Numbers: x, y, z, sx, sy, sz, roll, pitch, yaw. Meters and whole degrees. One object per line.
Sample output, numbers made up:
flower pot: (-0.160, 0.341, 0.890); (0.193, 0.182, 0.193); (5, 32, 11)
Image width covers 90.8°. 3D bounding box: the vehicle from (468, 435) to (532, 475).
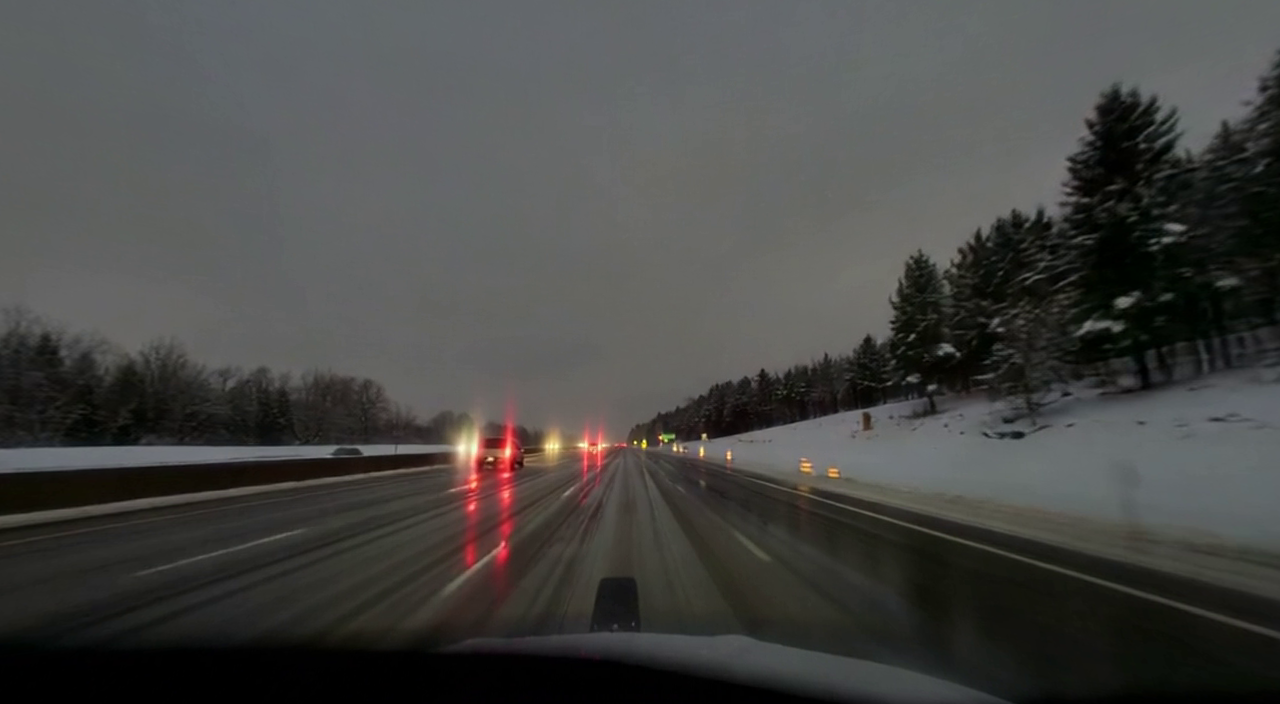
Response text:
vehicle: (-6.582, 4.886, 30.212); (2.036, 1.758, 4.529); (0, -9, -1)
